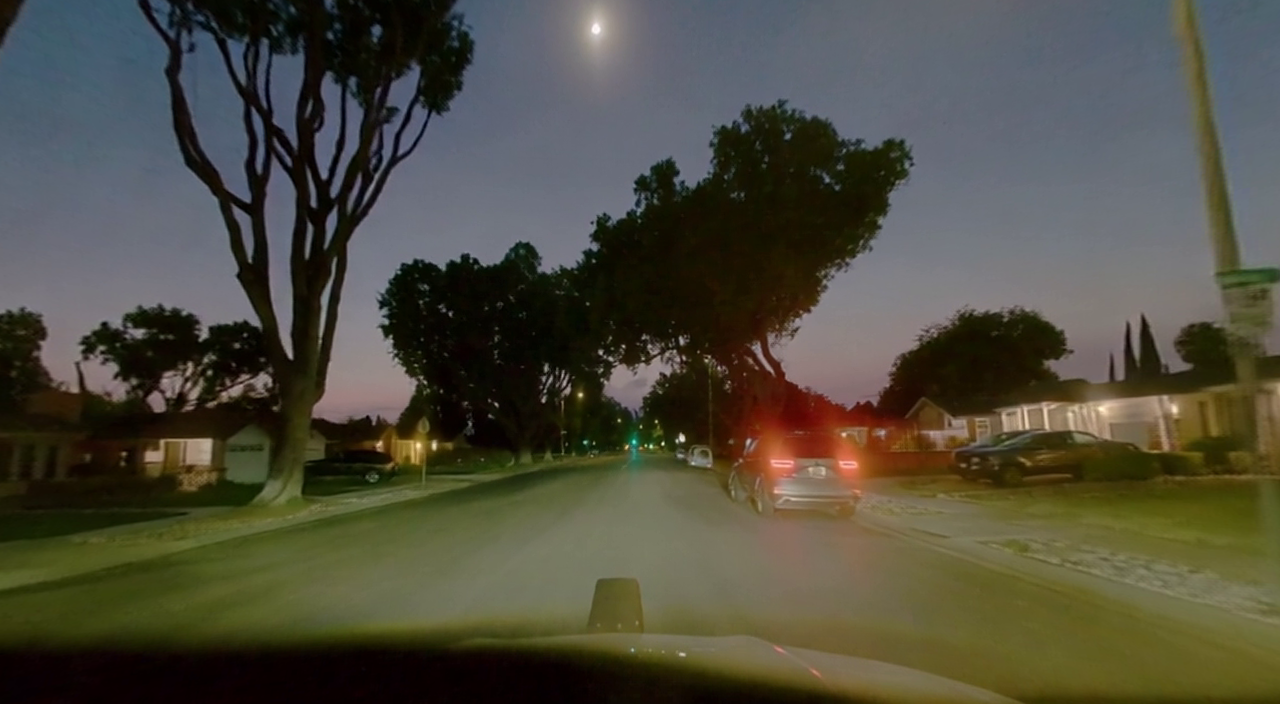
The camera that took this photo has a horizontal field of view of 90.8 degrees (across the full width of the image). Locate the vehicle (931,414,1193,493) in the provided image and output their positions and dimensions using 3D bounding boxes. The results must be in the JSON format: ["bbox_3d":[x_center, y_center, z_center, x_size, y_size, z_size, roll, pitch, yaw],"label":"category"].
[{"bbox_3d":[10.473,2.611,16.170,5.041,1.486,1.969,-7,-10,13],"label":"vehicle"}]

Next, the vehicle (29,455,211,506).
[{"bbox_3d":[-16.176,3.980,19.765,4.276,1.463,1.832,-1,-8,7],"label":"vehicle"}]

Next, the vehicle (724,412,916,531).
[{"bbox_3d":[3.202,2.277,12.632,2.241,1.875,5.059,0,-8,-1],"label":"vehicle"}]

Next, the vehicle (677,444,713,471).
[{"bbox_3d":[3.410,6.621,39.949,2.016,1.567,4.228,0,-8,2],"label":"vehicle"}]

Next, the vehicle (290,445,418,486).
[{"bbox_3d":[-13.146,5.241,29.260,4.928,1.797,1.981,0,-8,2],"label":"vehicle"}]
